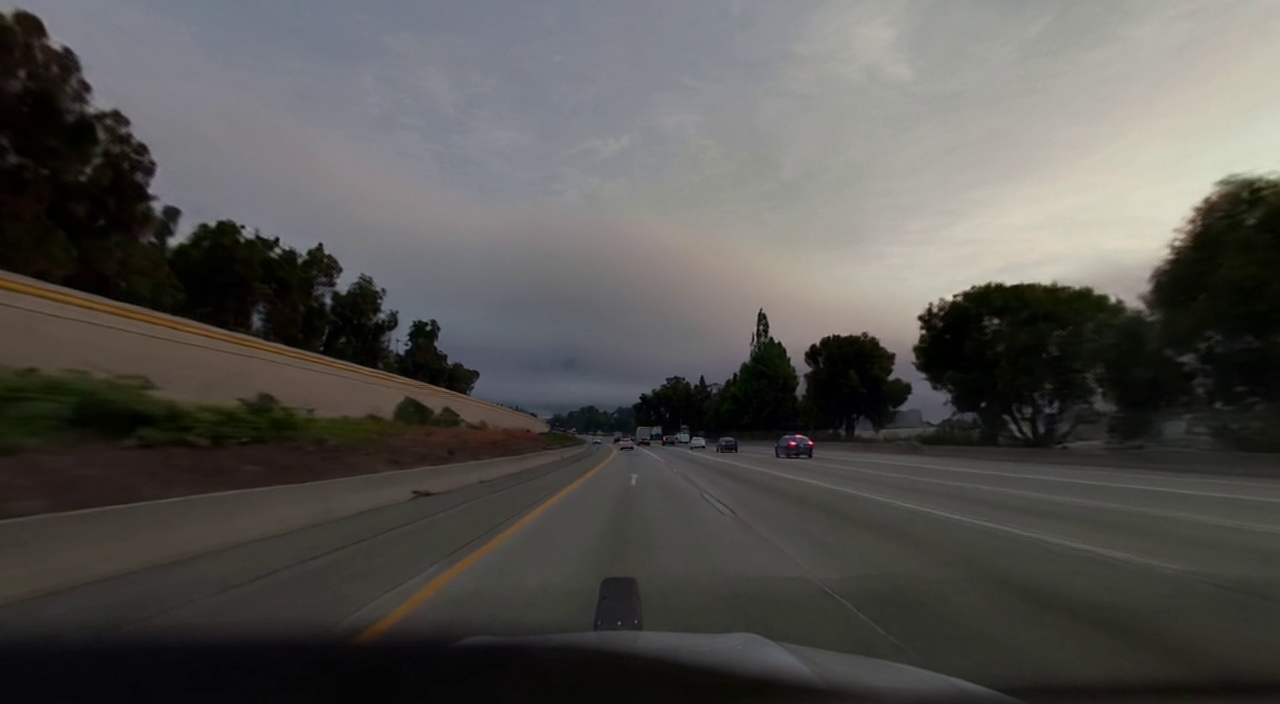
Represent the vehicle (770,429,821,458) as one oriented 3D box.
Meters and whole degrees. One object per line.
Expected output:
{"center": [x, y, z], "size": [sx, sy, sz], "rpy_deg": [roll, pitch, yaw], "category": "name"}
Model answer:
{"center": [10.133, 6.028, 41.437], "size": [2.077, 1.763, 4.472], "rpy_deg": [0, -8, -2], "category": "vehicle"}
